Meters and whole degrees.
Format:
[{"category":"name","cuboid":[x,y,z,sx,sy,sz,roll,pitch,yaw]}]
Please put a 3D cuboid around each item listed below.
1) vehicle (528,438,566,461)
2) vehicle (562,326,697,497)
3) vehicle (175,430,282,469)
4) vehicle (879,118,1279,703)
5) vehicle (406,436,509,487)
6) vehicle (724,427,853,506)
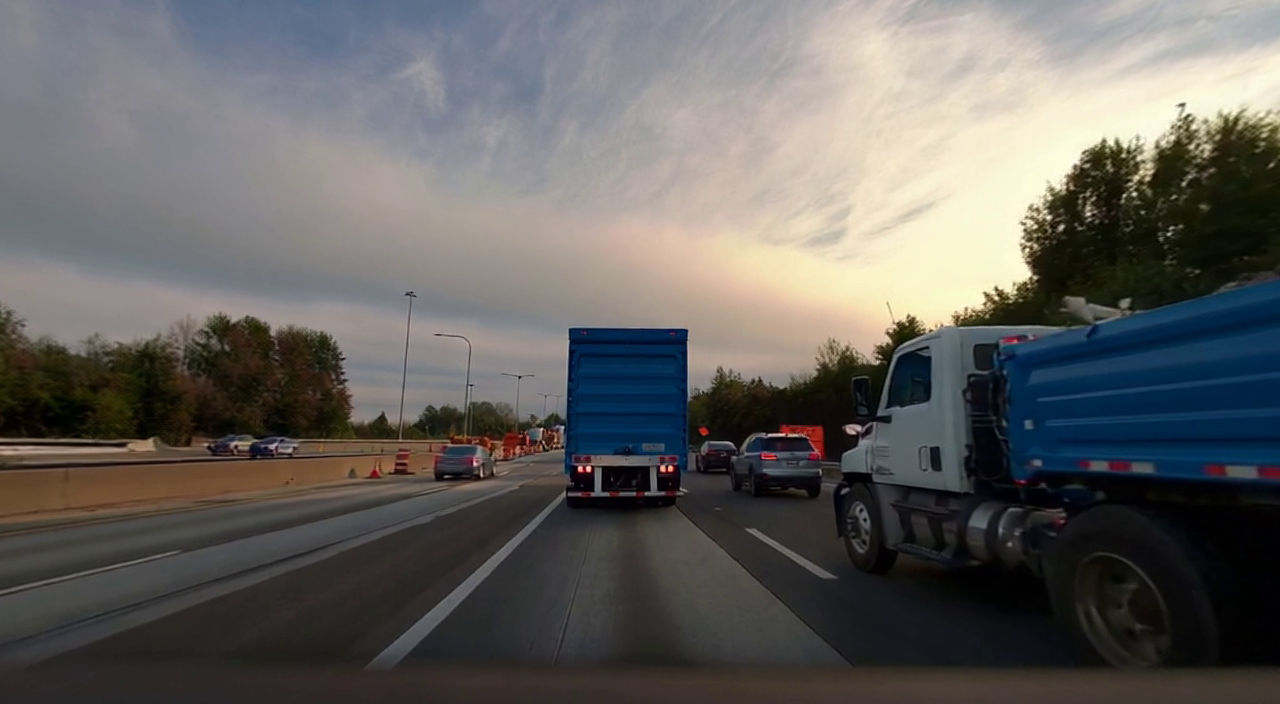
[{"category":"vehicle","cuboid":[-6.434,6.806,44.022,1.994,1.481,4.660,0,-9,0]},{"category":"vehicle","cuboid":[-0.423,2.105,19.632,3.067,3.940,10.154,1,-9,-2]},{"category":"vehicle","cuboid":[-21.908,5.167,33.540,4.632,1.852,2.033,0,-8,15]},{"category":"vehicle","cuboid":[3.820,0.246,0.616,2.943,2.634,10.135,1,-9,-2]},{"category":"vehicle","cuboid":[-5.907,3.591,21.011,2.014,1.477,4.595,0,-9,1]},{"category":"vehicle","cuboid":[3.554,2.851,16.020,2.103,1.713,4.173,1,-9,-2]}]
